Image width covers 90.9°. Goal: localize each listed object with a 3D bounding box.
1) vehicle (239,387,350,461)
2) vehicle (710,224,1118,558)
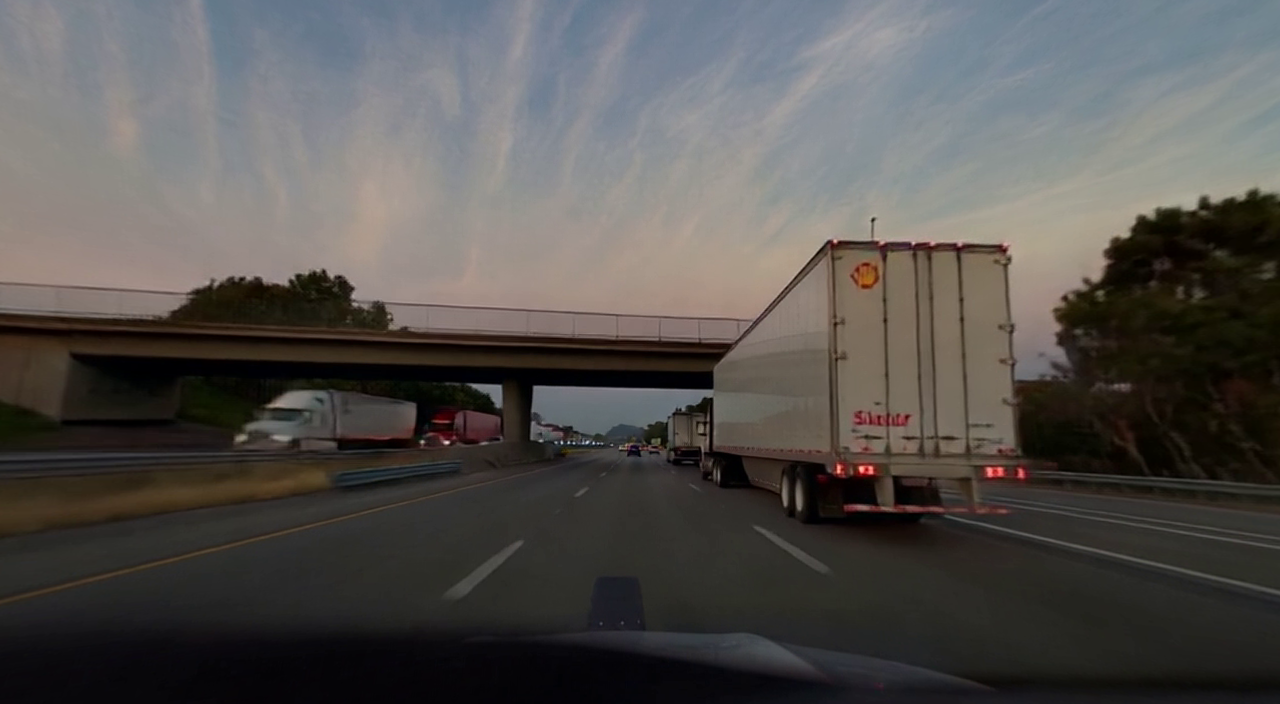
[{"bbox_3d":[-19.678,4.237,36.400,2.953,3.898,5.804,0,-9,0],"label":"vehicle"},{"bbox_3d":[3.963,1.443,14.481,2.922,3.987,14.038,0,-9,-1],"label":"vehicle"}]
